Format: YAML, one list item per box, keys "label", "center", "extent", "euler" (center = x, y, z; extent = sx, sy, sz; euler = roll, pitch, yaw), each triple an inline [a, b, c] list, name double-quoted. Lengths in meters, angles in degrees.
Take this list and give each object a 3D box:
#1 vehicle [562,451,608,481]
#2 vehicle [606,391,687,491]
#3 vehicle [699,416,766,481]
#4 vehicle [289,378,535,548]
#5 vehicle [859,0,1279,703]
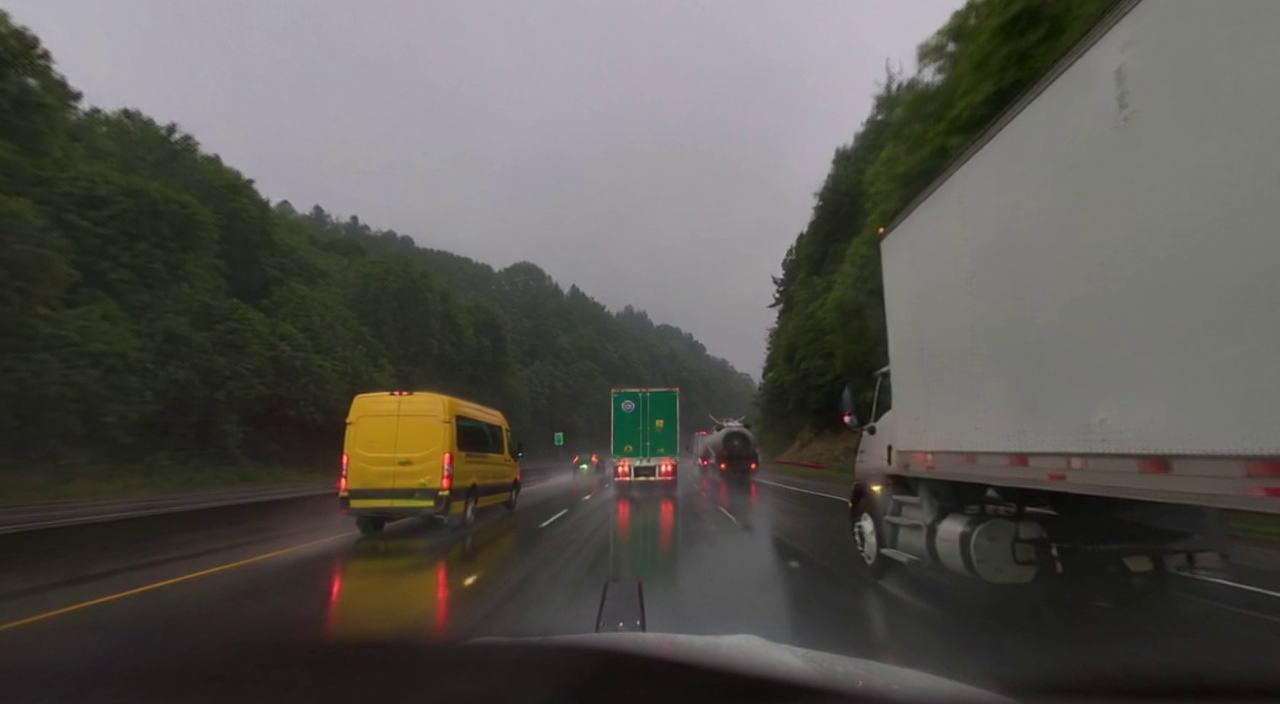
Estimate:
- label: "vehicle"
  center: [-3.229, 6.774, 37.797]
  extent: [2.134, 1.652, 4.439]
  euler: [-1, -9, 3]
- label: "vehicle"
  center: [0.119, 3.831, 26.459]
  extent: [2.773, 3.455, 9.118]
  euler: [0, -10, -1]
- label: "vehicle"
  center: [5.567, 6.171, 40.115]
  extent: [2.706, 3.500, 11.483]
  euler: [0, -9, 1]
- label: "vehicle"
  center: [-4.009, 2.191, 12.843]
  extent: [2.525, 2.572, 6.260]
  euler: [0, -9, 1]
- label: "vehicle"
  center: [4.294, -0.439, 1.655]
  extent: [3.139, 4.152, 11.915]
  euler: [0, -9, 0]
